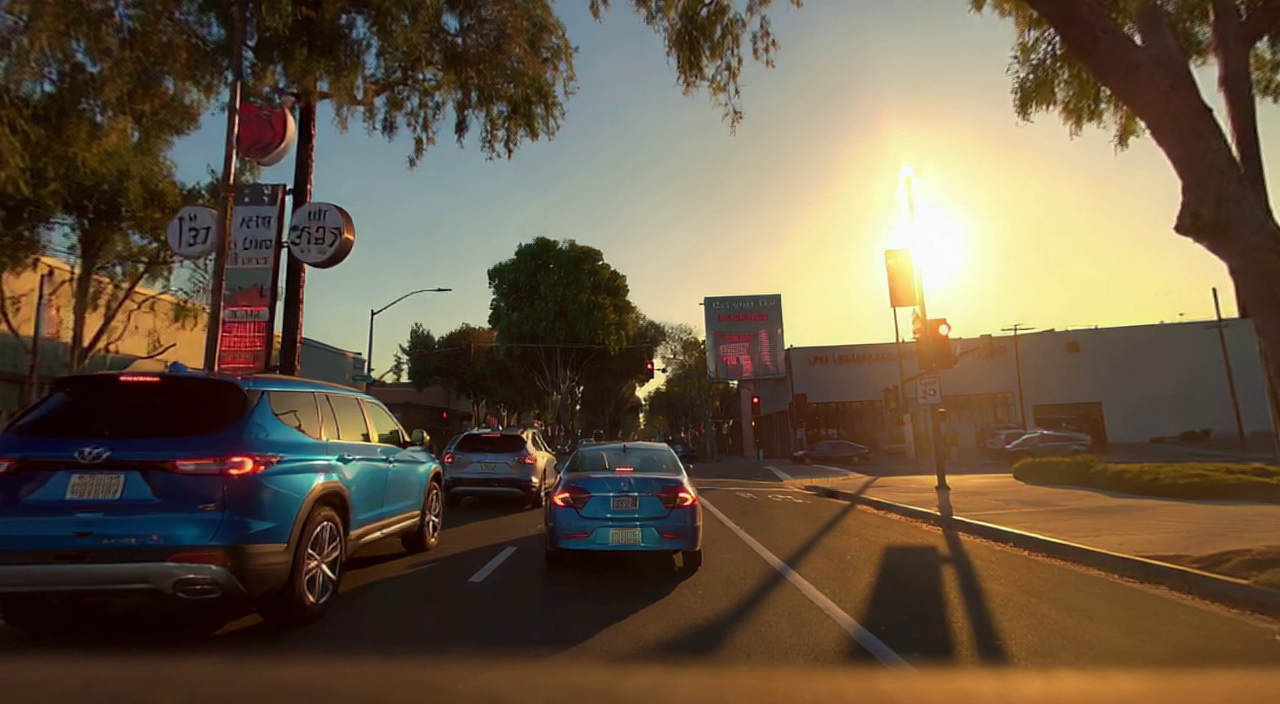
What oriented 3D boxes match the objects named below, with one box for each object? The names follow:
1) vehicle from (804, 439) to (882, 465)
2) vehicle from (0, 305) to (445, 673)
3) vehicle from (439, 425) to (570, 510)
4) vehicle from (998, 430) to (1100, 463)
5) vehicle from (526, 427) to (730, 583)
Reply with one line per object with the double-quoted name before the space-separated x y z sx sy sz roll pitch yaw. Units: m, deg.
"vehicle" 11.565 5.748 36.045 3.924 1.447 2.039 -1 -9 8
"vehicle" -3.825 1.136 6.206 2.152 2.118 5.066 0 -8 0
"vehicle" -2.931 2.604 14.604 2.047 1.664 4.148 0 -8 1
"vehicle" 22.472 5.235 34.679 4.116 1.719 2.069 -2 -9 10
"vehicle" -0.158 1.790 8.197 1.966 1.481 4.146 0 -8 -1
